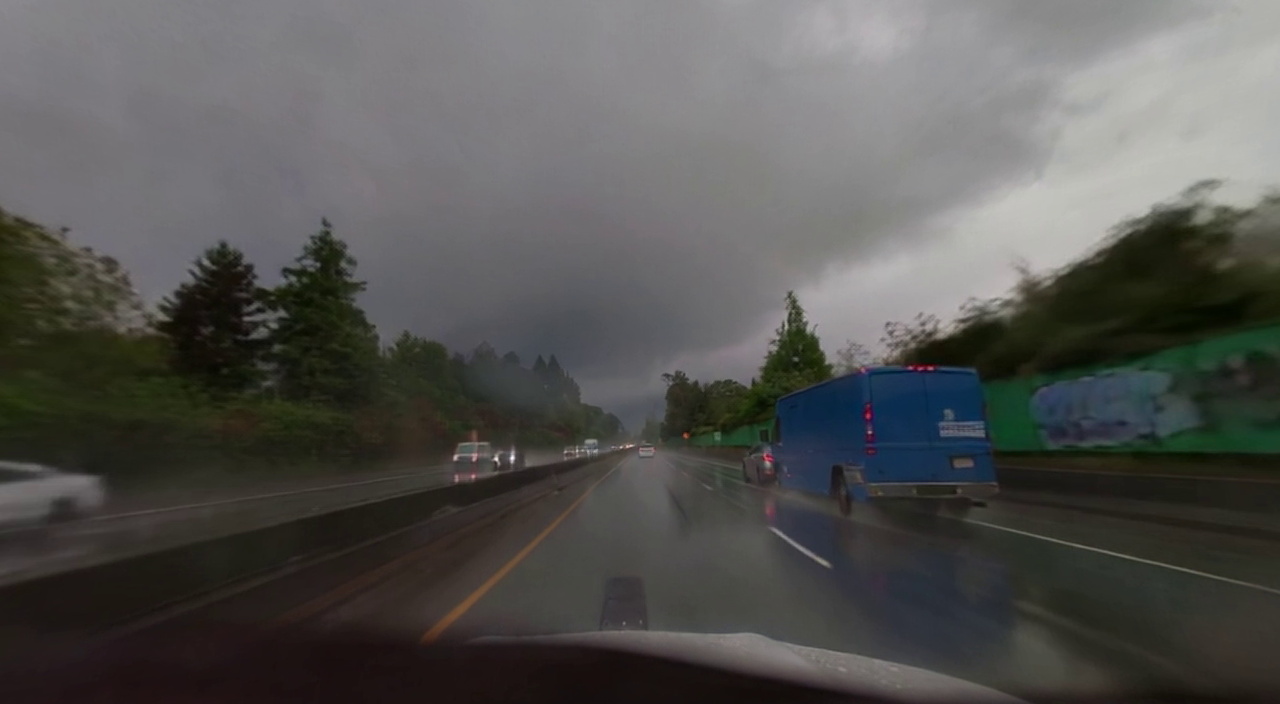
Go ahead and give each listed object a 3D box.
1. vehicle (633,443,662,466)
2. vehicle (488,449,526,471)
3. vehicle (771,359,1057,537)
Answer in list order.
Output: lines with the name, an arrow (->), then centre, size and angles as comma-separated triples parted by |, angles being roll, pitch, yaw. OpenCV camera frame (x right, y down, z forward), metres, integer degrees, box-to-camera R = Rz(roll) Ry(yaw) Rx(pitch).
vehicle -> 0.562, 7.526, 46.301 | 2.030, 1.572, 4.067 | 0, -8, 0
vehicle -> -9.772, 7.962, 46.411 | 1.914, 1.495, 3.809 | 0, -8, 0
vehicle -> 4.830, 1.939, 13.005 | 2.712, 2.659, 6.992 | 0, -8, 0
